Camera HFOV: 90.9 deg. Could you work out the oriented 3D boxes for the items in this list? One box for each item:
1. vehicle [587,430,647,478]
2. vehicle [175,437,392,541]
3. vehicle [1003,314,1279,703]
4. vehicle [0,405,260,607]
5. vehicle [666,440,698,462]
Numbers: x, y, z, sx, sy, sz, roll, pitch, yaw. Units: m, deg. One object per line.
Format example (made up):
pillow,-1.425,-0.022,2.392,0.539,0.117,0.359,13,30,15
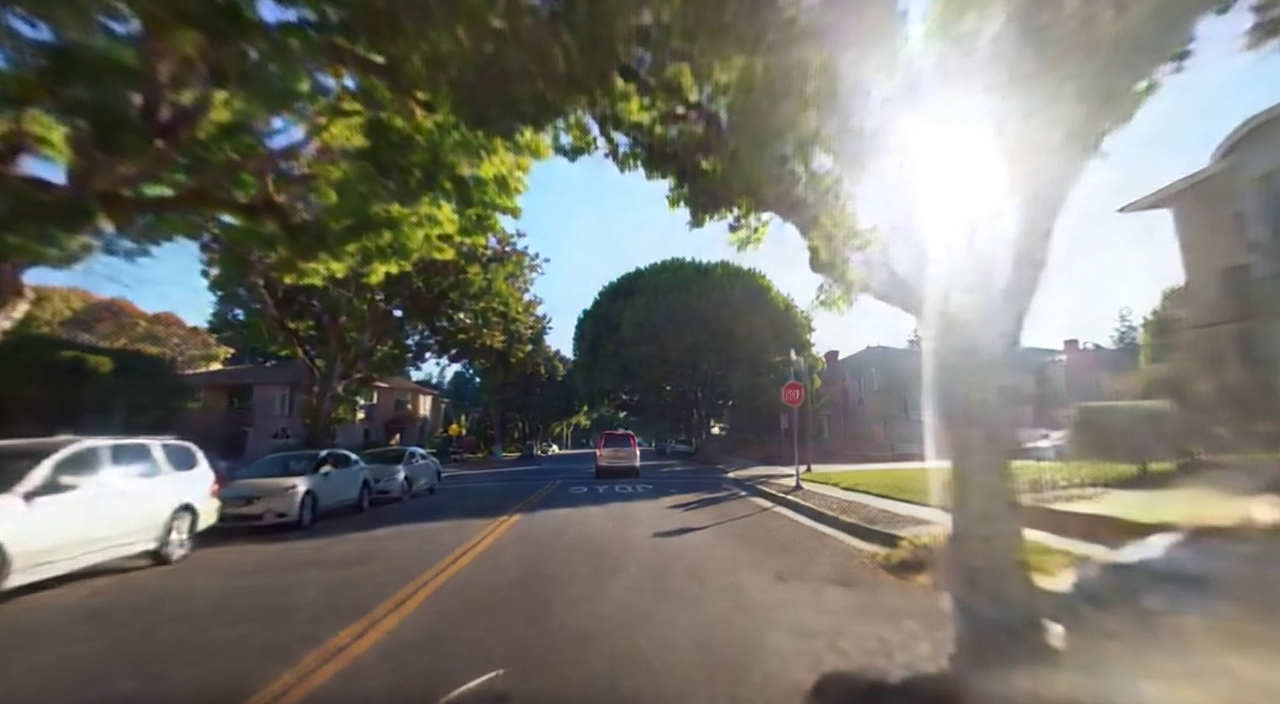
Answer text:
vehicle,-0.892,4.017,25.121,2.172,1.722,4.201,0,-8,-2
vehicle,-6.507,2.513,12.185,1.975,1.515,4.179,-3,-9,-3
vehicle,2.620,0.565,0.385,2.071,1.608,4.547,0,-7,0
vehicle,-6.186,1.557,6.434,1.899,1.615,4.624,-7,-8,-3
vehicle,3.145,7.546,48.151,1.987,1.608,3.883,1,-8,-3
